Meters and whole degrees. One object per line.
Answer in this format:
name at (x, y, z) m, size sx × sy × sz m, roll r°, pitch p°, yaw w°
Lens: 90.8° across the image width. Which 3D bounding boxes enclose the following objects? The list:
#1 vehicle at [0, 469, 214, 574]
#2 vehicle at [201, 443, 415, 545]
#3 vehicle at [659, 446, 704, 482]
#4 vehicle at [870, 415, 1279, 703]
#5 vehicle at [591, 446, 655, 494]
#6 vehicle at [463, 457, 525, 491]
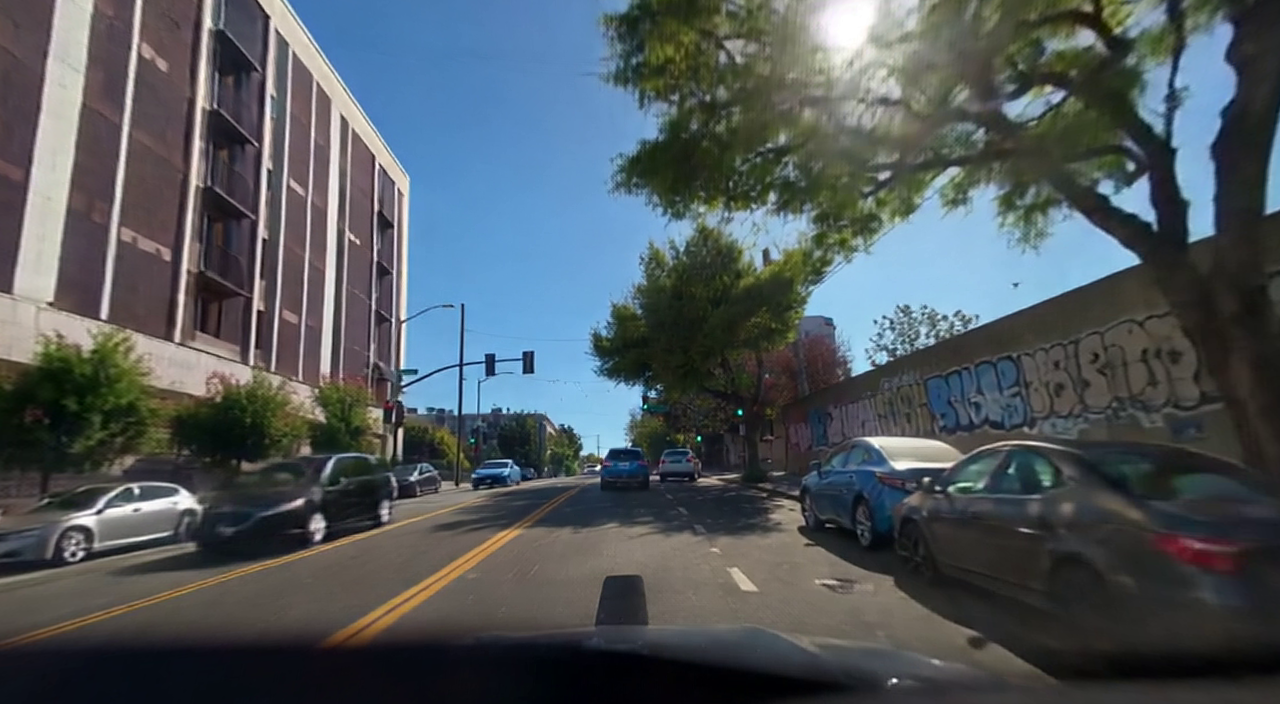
vehicle at (-11.053, 3.353, 13.018) m, size 1.741 × 1.506 × 4.370 m, roll -5°, pitch -8°, yaw -3°
vehicle at (-6.597, 2.807, 13.290) m, size 2.147 × 1.747 × 4.409 m, roll 0°, pitch -8°, yaw -1°
vehicle at (2.251, 5.930, 33.657) m, size 2.207 × 1.761 × 4.292 m, roll -1°, pitch -8°, yaw 5°
vehicle at (4.140, 1.558, 6.054) m, size 2.032 × 1.687 × 4.374 m, roll 0°, pitch -8°, yaw -3°
vehicle at (-0.614, 4.292, 23.458) m, size 2.166 × 1.579 × 4.300 m, roll 0°, pitch -8°, yaw -1°
vehicle at (-6.952, 5.859, 30.620) m, size 2.040 × 1.402 × 4.237 m, roll 0°, pitch -8°, yaw -1°
